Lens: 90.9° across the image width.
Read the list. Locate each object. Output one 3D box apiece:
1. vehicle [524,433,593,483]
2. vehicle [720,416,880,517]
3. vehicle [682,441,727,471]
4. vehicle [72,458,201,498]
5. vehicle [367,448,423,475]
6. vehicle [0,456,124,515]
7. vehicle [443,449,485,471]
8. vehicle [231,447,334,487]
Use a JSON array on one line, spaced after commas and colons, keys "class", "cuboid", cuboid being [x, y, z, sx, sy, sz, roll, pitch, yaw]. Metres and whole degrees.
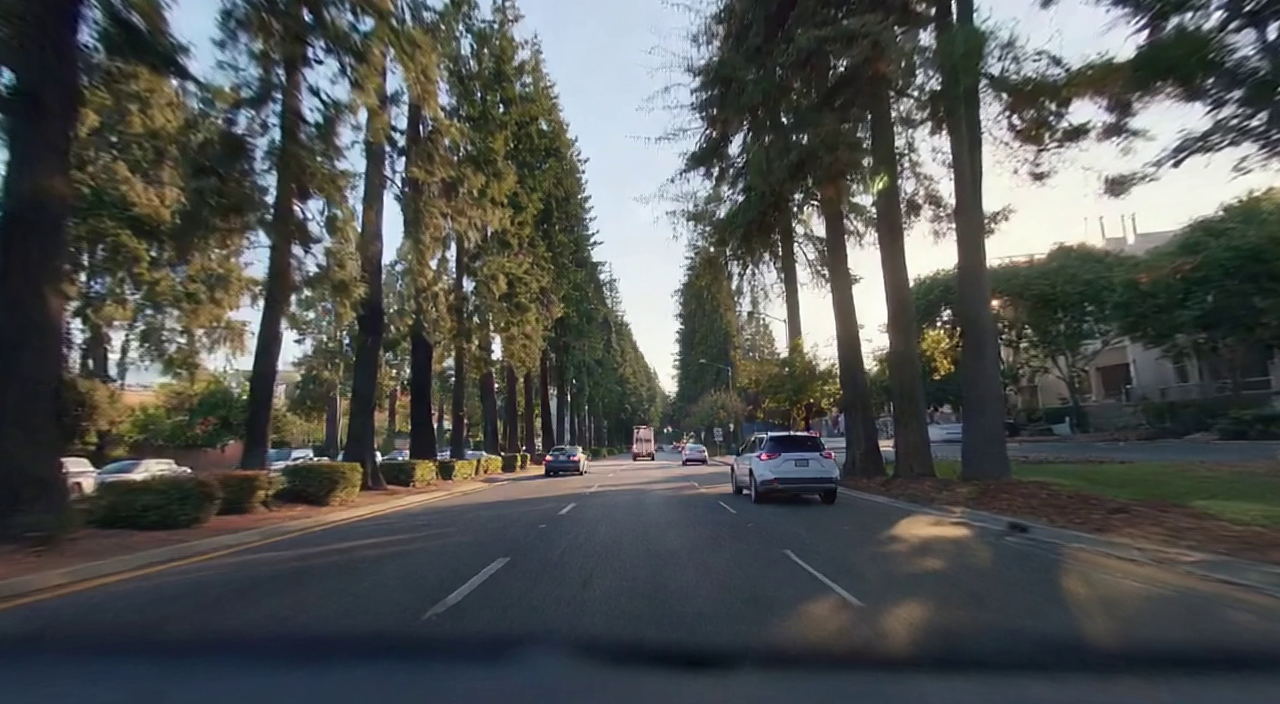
[{"class": "vehicle", "cuboid": [-3.315, 4.456, 26.789, 2.255, 1.940, 4.822, 0, -8, 0]}, {"class": "vehicle", "cuboid": [3.598, 2.738, 15.708, 2.381, 2.008, 5.971, 0, -8, 0]}, {"class": "vehicle", "cuboid": [3.943, 6.472, 39.371, 2.280, 1.757, 4.572, 0, -8, -1]}, {"class": "vehicle", "cuboid": [-21.282, 5.321, 26.924, 1.864, 1.448, 4.375, 0, -8, 0]}, {"class": "vehicle", "cuboid": [-17.432, 7.805, 45.152, 2.059, 1.780, 4.641, 0, -8, 1]}, {"class": "vehicle", "cuboid": [-17.731, 3.714, 17.811, 1.969, 1.476, 5.021, 0, -9, 1]}, {"class": "vehicle", "cuboid": [-13.472, 8.291, 48.573, 1.887, 1.513, 4.442, 0, -9, 1]}, {"class": "vehicle", "cuboid": [-17.449, 5.599, 31.104, 2.124, 1.803, 4.878, 0, -9, 1]}]
